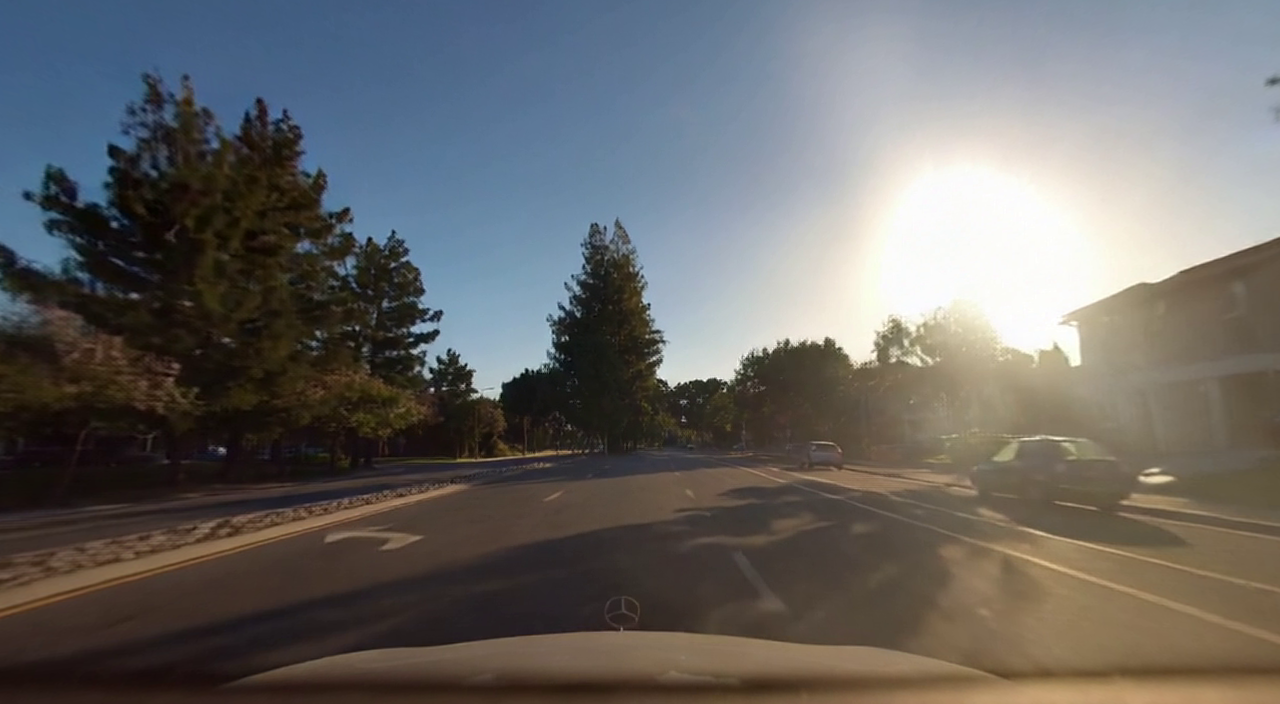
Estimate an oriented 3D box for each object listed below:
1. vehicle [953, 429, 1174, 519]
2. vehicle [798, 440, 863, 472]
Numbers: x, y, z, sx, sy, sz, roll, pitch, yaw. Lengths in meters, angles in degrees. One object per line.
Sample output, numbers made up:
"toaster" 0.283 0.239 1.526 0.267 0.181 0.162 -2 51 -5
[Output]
"vehicle" 9.389 2.717 14.631 1.990 1.728 4.597 0 -9 2
"vehicle" 9.868 5.415 33.060 2.076 1.547 4.398 0 -9 1
